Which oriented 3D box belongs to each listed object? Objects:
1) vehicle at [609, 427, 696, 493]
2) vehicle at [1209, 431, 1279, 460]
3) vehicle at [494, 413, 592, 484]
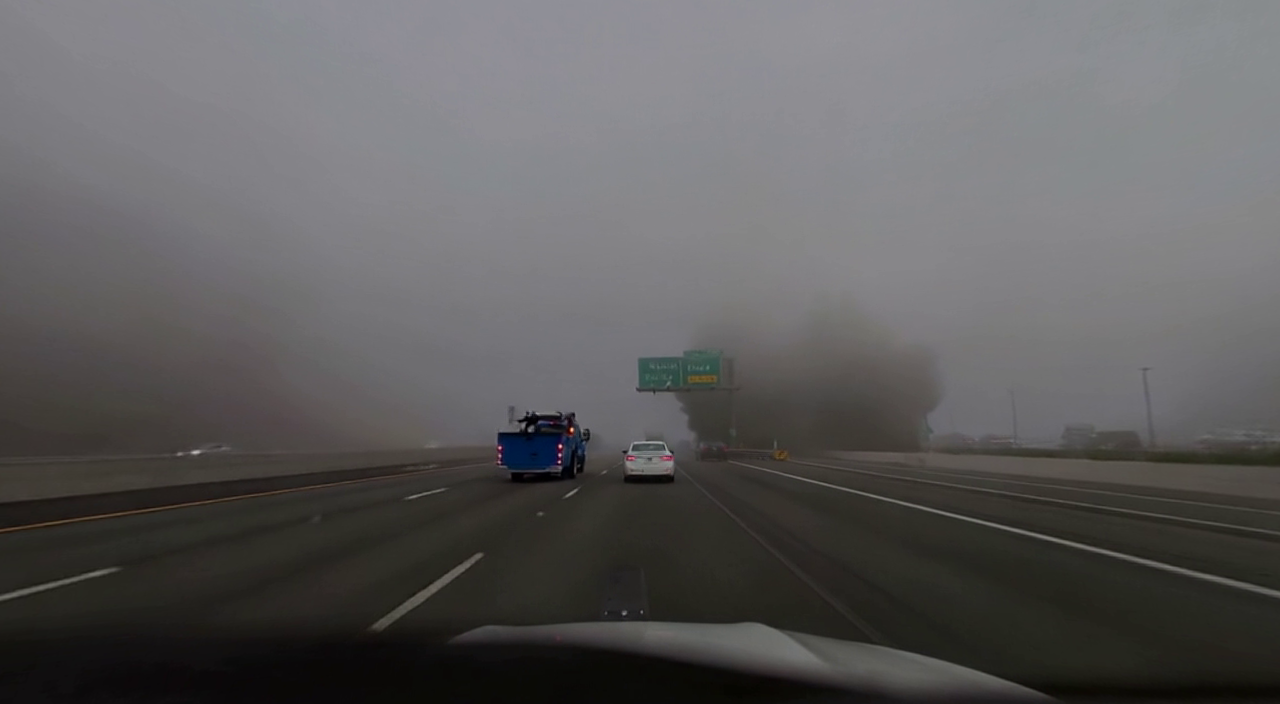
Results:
[{"bbox_3d":[0.326,3.031,18.021,2.165,1.653,4.456,0,-8,0],"label":"vehicle"},{"bbox_3d":[37.446,5.615,37.672,4.374,1.696,2.169,0,-8,0],"label":"vehicle"},{"bbox_3d":[-3.181,3.364,22.033,2.526,2.146,5.594,0,-8,0],"label":"vehicle"}]
